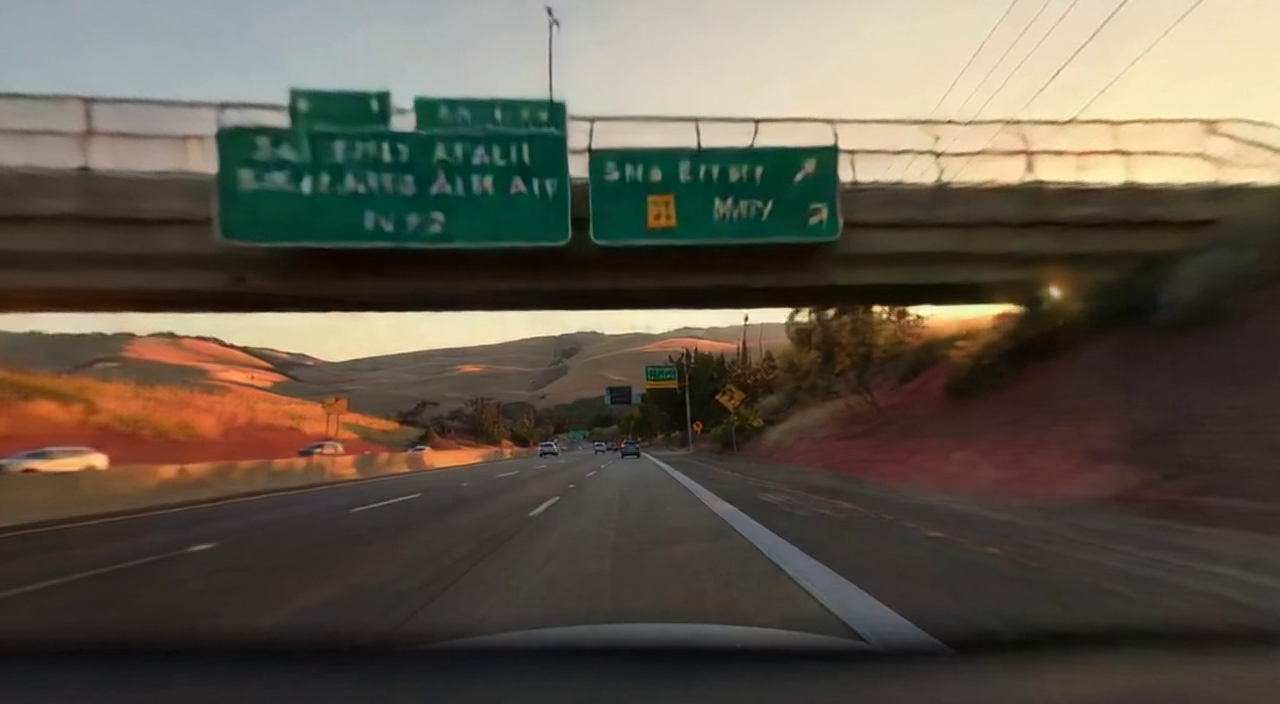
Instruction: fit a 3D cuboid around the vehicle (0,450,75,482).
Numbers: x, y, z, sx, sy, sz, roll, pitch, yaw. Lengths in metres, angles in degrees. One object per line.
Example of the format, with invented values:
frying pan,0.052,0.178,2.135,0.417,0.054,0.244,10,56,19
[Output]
vehicle,-32.467,5.901,32.872,1.939,1.460,4.471,1,-8,0
